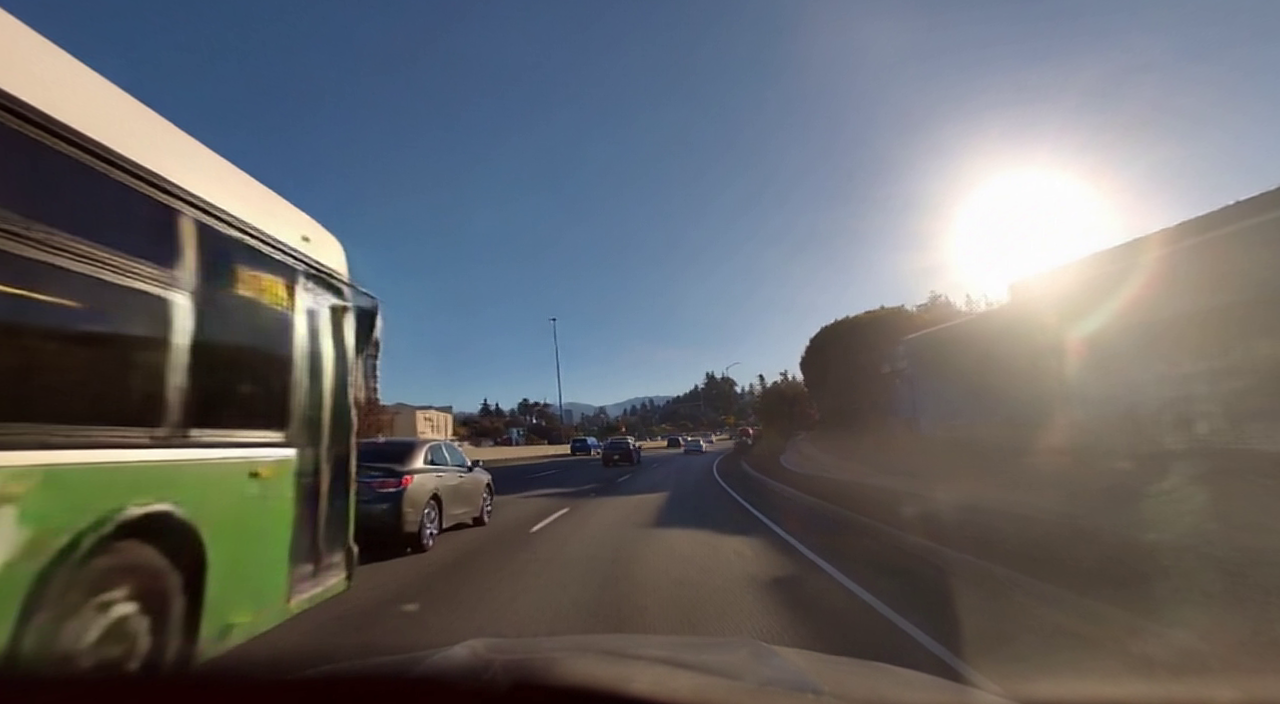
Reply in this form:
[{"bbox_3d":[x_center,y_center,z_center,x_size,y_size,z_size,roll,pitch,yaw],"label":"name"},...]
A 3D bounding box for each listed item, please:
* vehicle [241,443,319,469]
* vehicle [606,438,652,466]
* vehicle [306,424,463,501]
[{"bbox_3d":[-22.256,6.430,39.200,1.893,1.473,4.346,-2,-9,8],"label":"vehicle"},{"bbox_3d":[-0.527,5.558,35.033,1.928,1.455,4.361,-1,-9,8],"label":"vehicle"},{"bbox_3d":[-6.317,2.788,16.293,1.993,1.690,4.450,-1,-9,3],"label":"vehicle"}]
